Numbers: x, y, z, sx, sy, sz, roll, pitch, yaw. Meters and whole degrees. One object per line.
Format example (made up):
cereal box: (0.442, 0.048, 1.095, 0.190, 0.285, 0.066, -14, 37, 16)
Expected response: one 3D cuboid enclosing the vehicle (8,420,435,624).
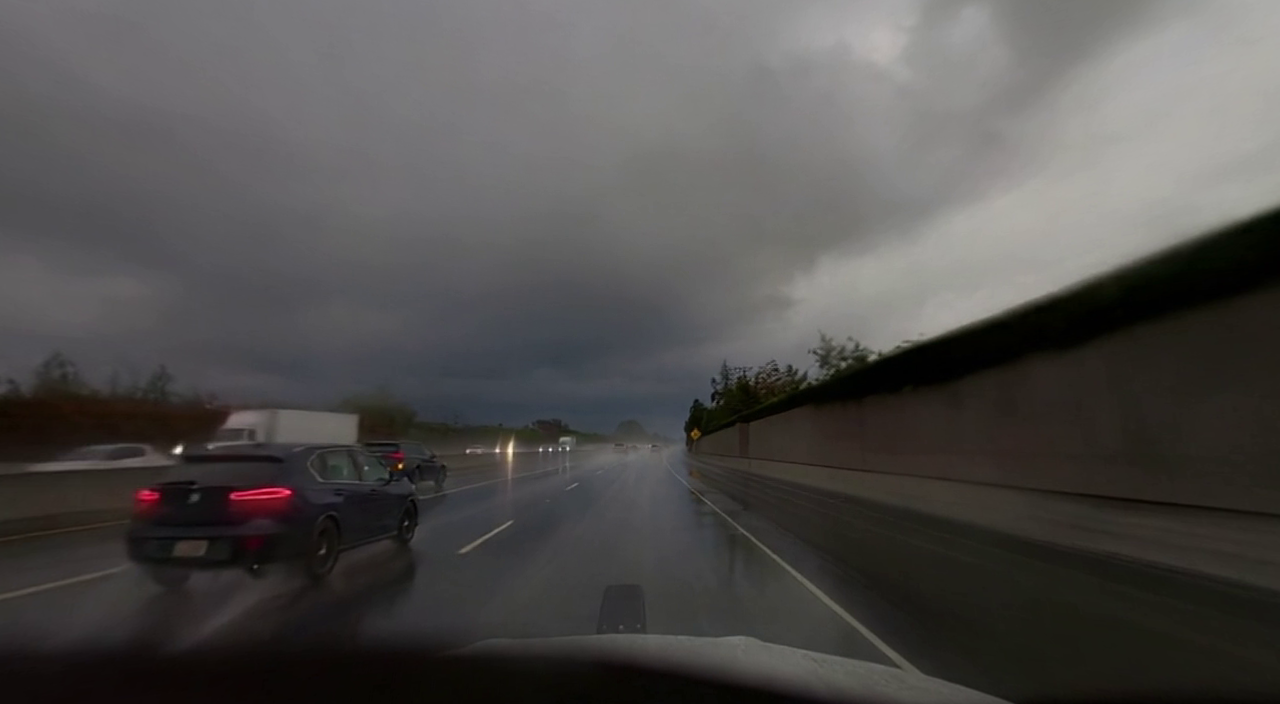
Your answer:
vehicle: (-3.699, 1.535, 6.478, 1.991, 1.507, 3.391, 0, -9, 1)
